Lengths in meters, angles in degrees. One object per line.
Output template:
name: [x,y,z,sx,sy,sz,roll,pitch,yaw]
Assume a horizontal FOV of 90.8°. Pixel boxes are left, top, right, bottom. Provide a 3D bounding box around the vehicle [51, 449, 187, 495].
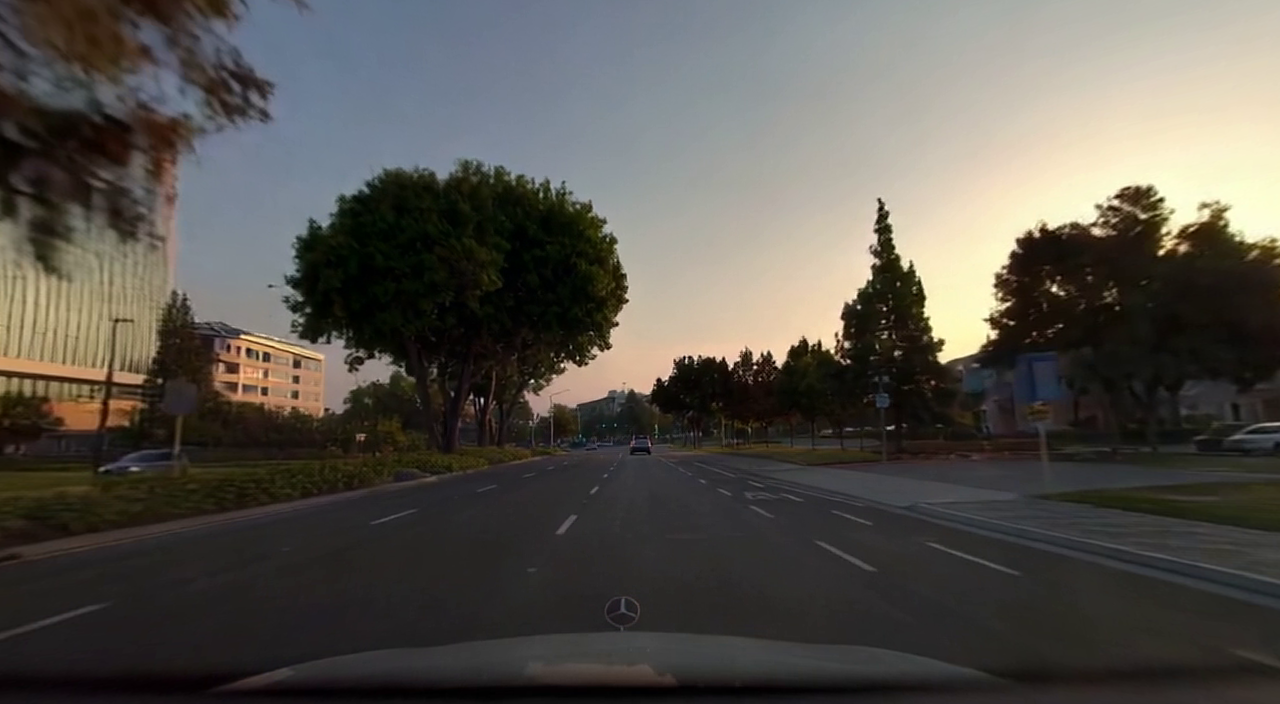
vehicle: [-20.754,4.759,25.466,1.835,1.606,4.289,0,-8,-1]
